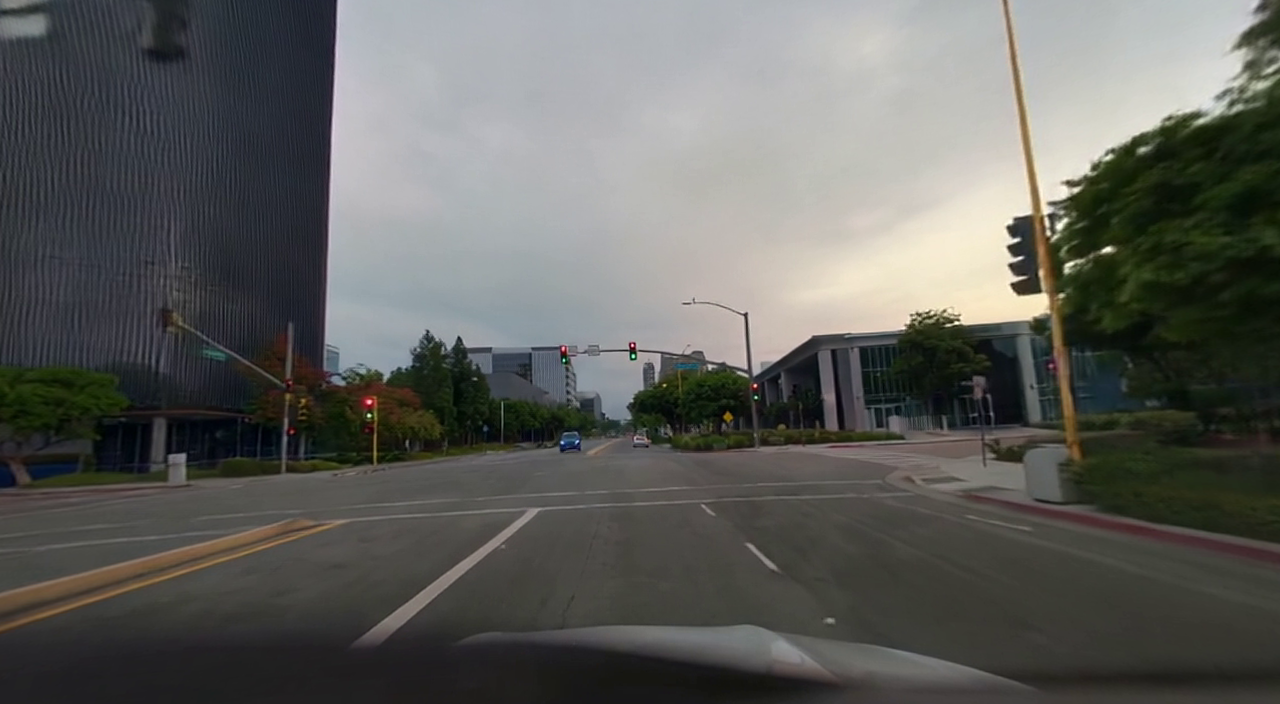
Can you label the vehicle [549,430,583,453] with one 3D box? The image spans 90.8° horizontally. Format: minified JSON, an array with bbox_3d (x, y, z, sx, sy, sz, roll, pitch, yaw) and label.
[{"bbox_3d":[-5.579,6.838,48.099,1.988,1.666,4.074,0,-8,1],"label":"vehicle"}]
